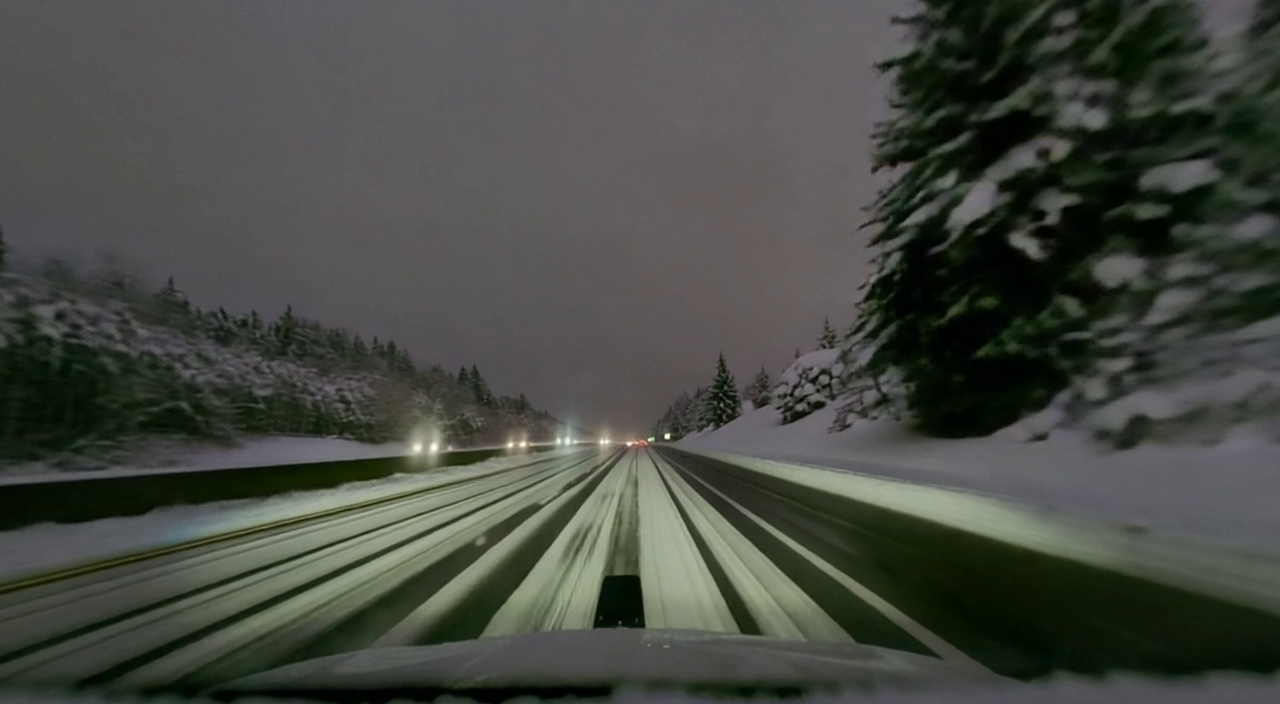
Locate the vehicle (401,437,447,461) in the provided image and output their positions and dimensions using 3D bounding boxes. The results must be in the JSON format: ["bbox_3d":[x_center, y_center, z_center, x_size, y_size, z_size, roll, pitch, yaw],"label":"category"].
[{"bbox_3d":[-16.299,7.315,47.666,1.914,1.668,4.316,0,-8,0],"label":"vehicle"}]
